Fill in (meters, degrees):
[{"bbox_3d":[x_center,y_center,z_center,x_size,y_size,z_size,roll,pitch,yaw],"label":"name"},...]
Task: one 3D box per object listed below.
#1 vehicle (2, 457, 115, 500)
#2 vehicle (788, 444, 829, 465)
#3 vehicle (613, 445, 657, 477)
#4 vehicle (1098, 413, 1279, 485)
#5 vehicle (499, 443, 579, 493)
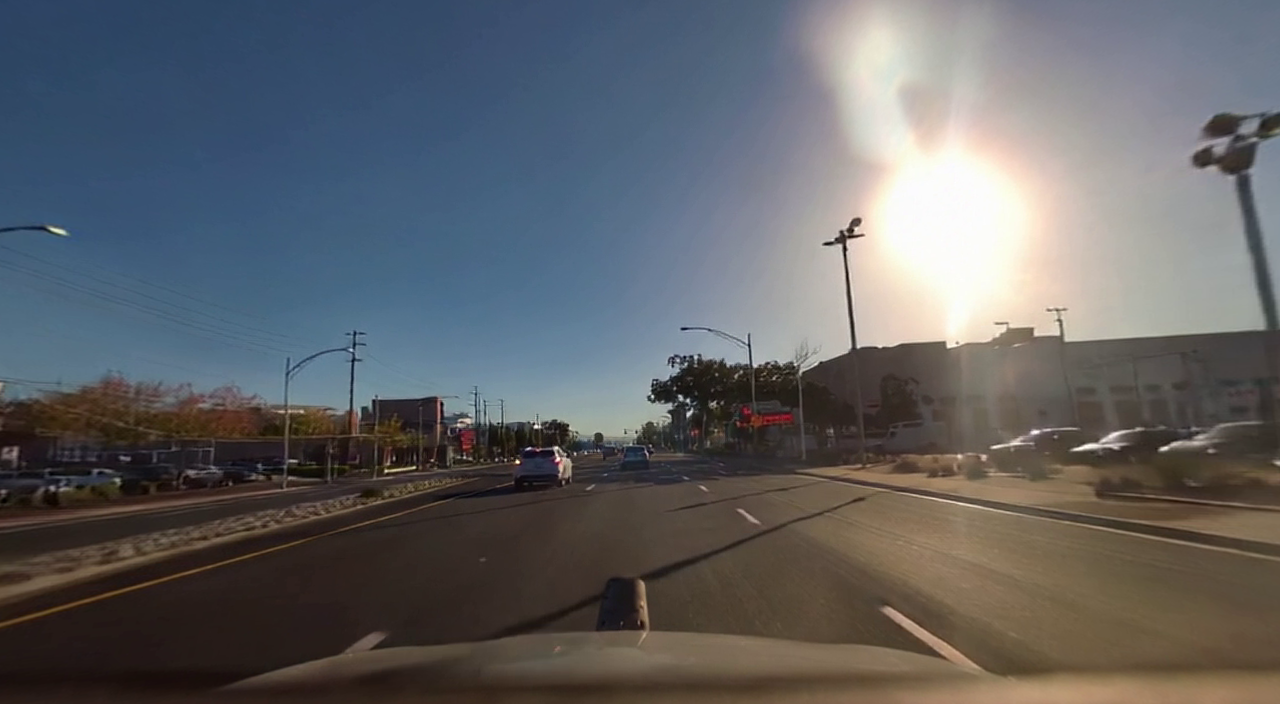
[{"bbox_3d":[-40.664,8.832,44.132,5.302,2.808,2.498,-1,-9,1],"label":"vehicle"},{"bbox_3d":[13.039,7.916,48.893,1.914,1.523,4.747,-1,-9,1],"label":"vehicle"},{"bbox_3d":[-0.236,5.288,30.874,2.019,1.459,4.005,0,-9,-1],"label":"vehicle"},{"bbox_3d":[13.530,2.254,14.657,4.109,1.542,1.975,-1,-9,2],"label":"vehicle"},{"bbox_3d":[-3.228,3.796,20.999,1.939,1.496,4.309,0,-9,0],"label":"vehicle"}]
